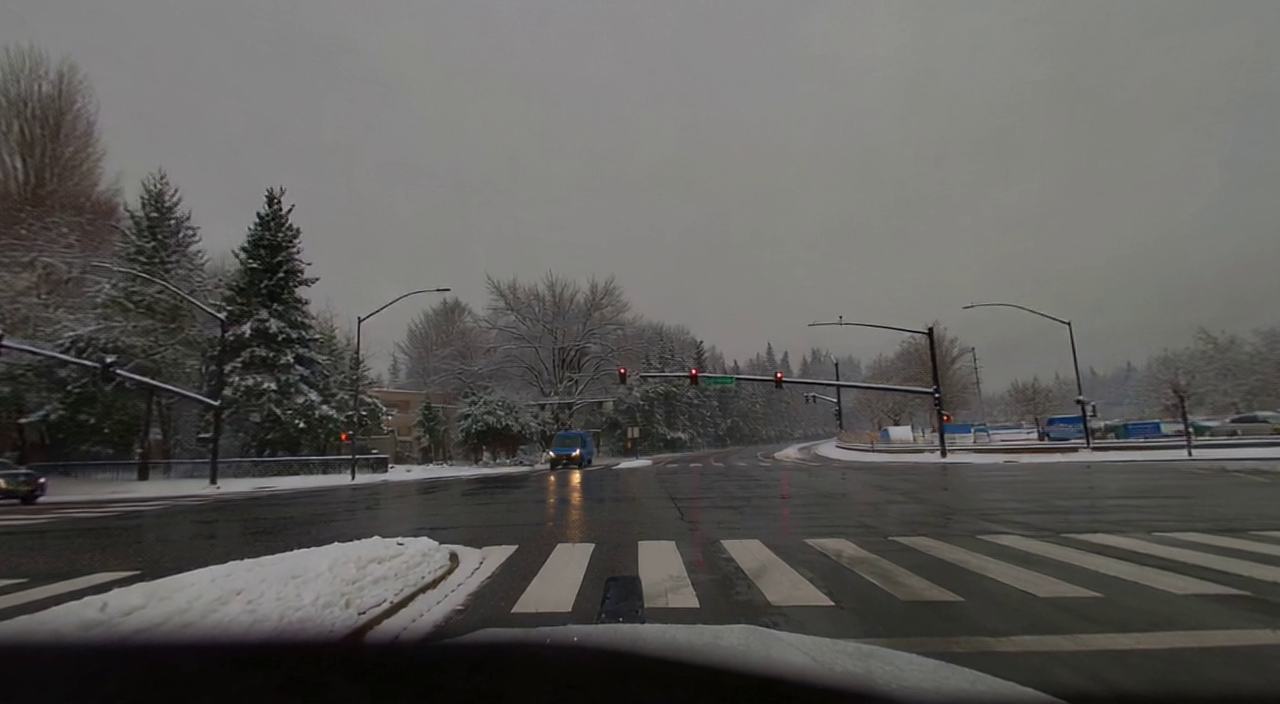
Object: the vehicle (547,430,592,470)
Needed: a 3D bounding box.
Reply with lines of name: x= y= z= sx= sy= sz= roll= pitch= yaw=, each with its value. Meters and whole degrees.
vehicle: x=-4.525 y=6.373 z=41.280 sx=2.465 sy=2.404 sz=5.791 roll=0 pitch=-8 yaw=-2
